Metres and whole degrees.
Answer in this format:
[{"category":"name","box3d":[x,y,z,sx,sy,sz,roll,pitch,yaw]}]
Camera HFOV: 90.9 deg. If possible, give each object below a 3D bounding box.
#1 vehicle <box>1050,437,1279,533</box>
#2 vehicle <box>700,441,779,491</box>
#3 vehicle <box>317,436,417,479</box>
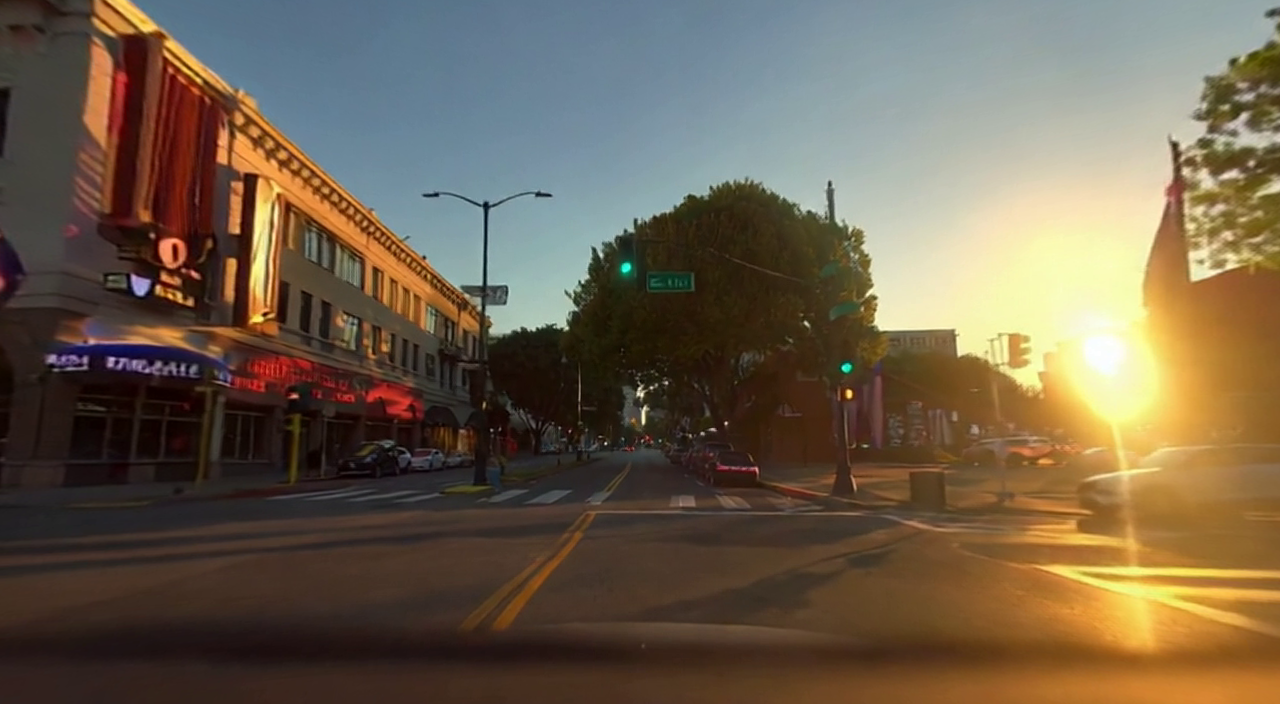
[{"category":"vehicle","box3d":[10.175,2.274,11.186,4.330,1.517,2.045,0,-7,0]},{"category":"vehicle","box3d":[3.427,4.013,22.643,2.120,1.560,4.402,0,-7,0]},{"category":"vehicle","box3d":[-12.410,4.696,28.548,4.447,1.790,2.206,-6,-9,38]}]
